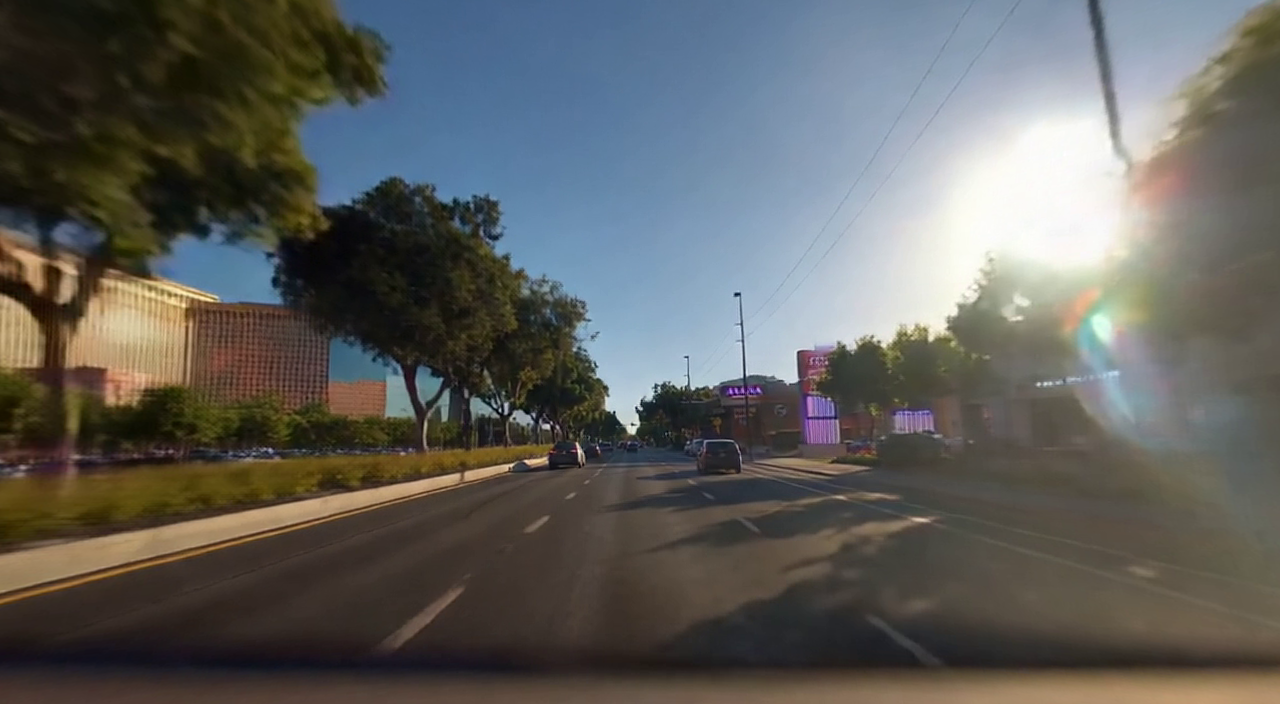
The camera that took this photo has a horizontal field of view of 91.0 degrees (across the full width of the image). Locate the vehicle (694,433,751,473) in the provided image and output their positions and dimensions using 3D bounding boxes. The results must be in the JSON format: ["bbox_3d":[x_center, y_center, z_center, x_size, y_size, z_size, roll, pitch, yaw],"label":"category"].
[{"bbox_3d":[3.916,4.857,30.566,2.083,1.743,4.354,0,-8,-1],"label":"vehicle"}]

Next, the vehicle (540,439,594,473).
[{"bbox_3d":[-3.324,4.815,29.485,2.005,1.477,4.169,0,-8,0],"label":"vehicle"}]
